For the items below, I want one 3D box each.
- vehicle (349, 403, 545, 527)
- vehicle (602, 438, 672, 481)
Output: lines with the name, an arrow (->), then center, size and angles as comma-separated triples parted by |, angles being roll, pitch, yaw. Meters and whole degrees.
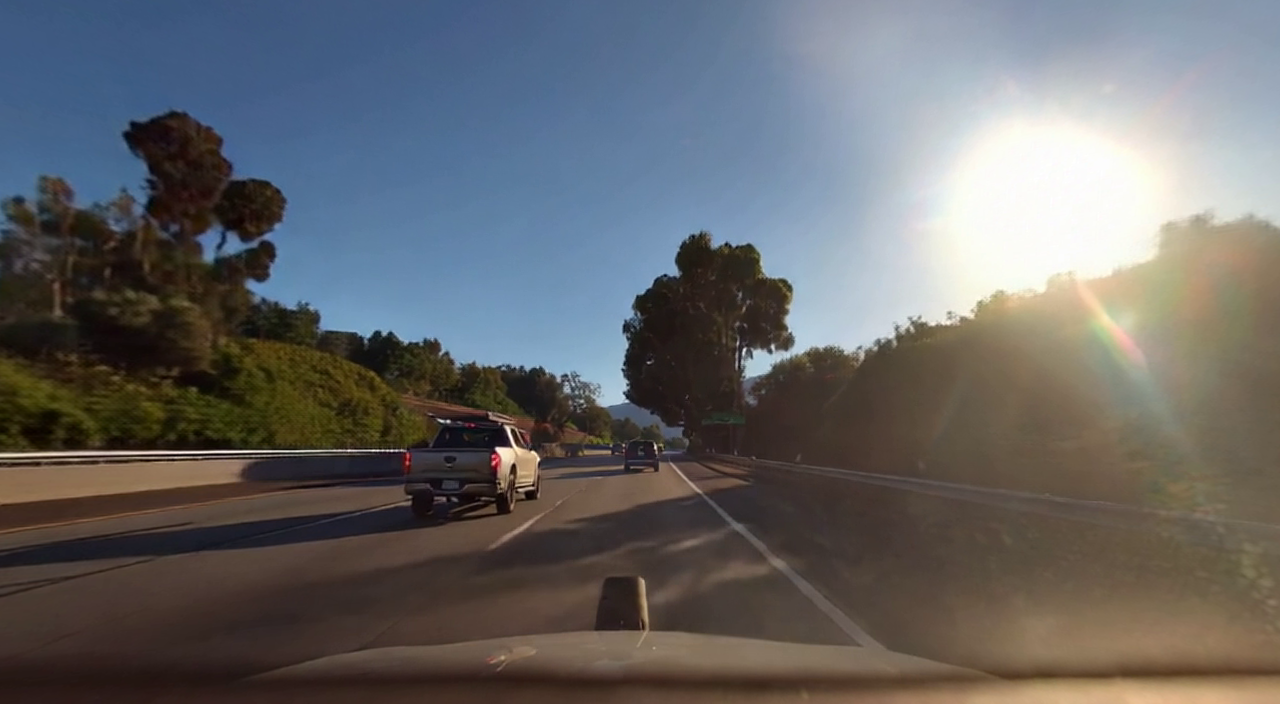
vehicle -> -3.455, 2.172, 12.565 | 2.250, 1.947, 4.860 | 0, -9, 1
vehicle -> -0.058, 4.591, 27.186 | 2.715, 1.669, 5.163 | 0, -9, 1
